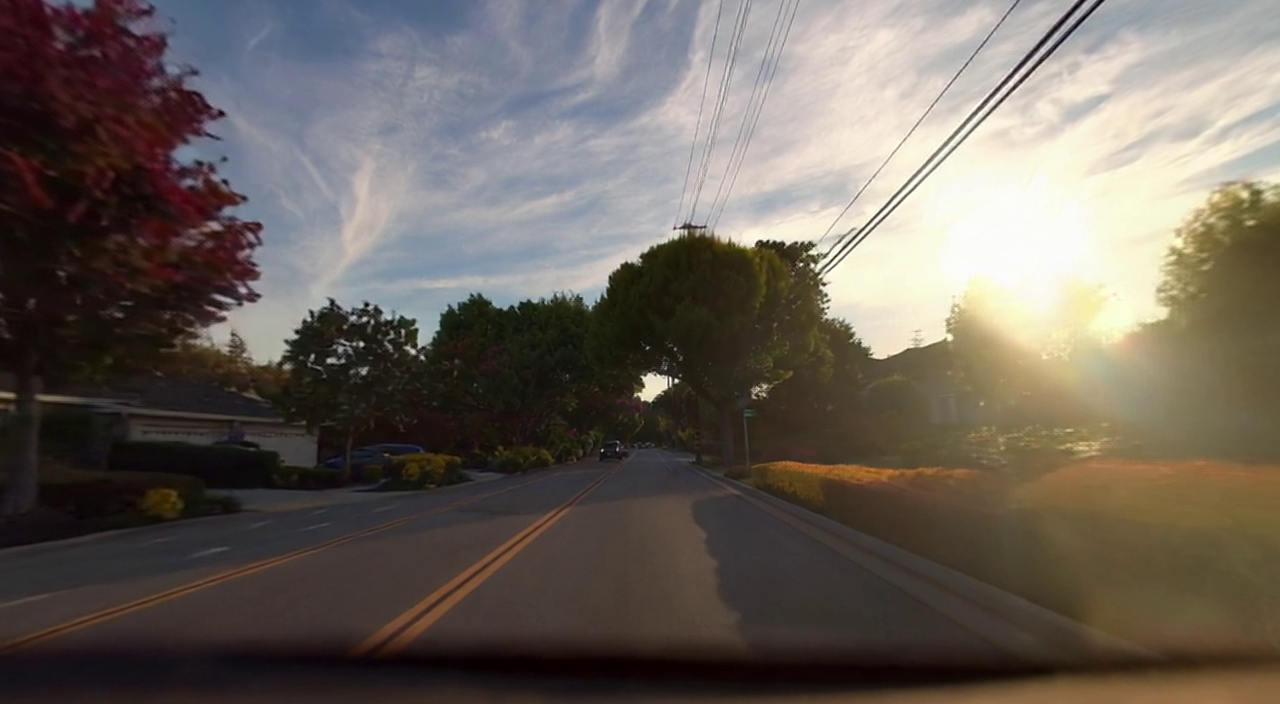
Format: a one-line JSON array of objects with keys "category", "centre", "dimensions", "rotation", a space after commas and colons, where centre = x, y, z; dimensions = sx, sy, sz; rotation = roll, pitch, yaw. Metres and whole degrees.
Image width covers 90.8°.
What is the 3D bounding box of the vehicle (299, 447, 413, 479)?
[{"category": "vehicle", "centre": [-13.915, 5.456, 31.248], "dimensions": [4.554, 1.535, 2.261], "rotation": [0, -8, -2]}]
